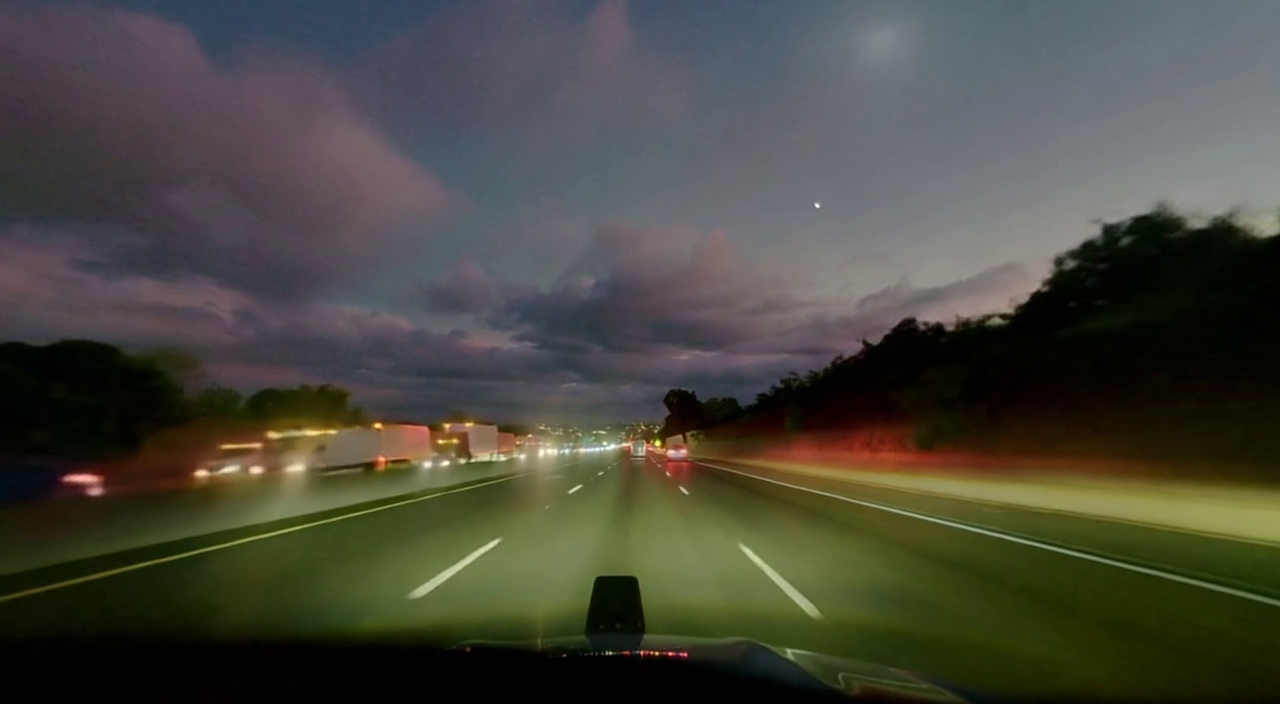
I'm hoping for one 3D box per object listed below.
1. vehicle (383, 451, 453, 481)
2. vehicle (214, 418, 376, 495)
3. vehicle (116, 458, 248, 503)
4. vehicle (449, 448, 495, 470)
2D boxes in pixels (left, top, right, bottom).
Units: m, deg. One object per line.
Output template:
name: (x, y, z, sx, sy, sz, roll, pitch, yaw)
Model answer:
vehicle: (-11.695, 6.008, 33.593, 2.050, 1.464, 4.553, 0, -9, 0)
vehicle: (-11.529, 3.569, 21.722, 2.341, 2.308, 5.443, 0, -9, 1)
vehicle: (-16.268, 4.561, 22.664, 1.720, 1.411, 3.954, 0, -9, 1)
vehicle: (-12.043, 7.685, 45.423, 2.113, 1.531, 4.402, 0, -9, 0)
